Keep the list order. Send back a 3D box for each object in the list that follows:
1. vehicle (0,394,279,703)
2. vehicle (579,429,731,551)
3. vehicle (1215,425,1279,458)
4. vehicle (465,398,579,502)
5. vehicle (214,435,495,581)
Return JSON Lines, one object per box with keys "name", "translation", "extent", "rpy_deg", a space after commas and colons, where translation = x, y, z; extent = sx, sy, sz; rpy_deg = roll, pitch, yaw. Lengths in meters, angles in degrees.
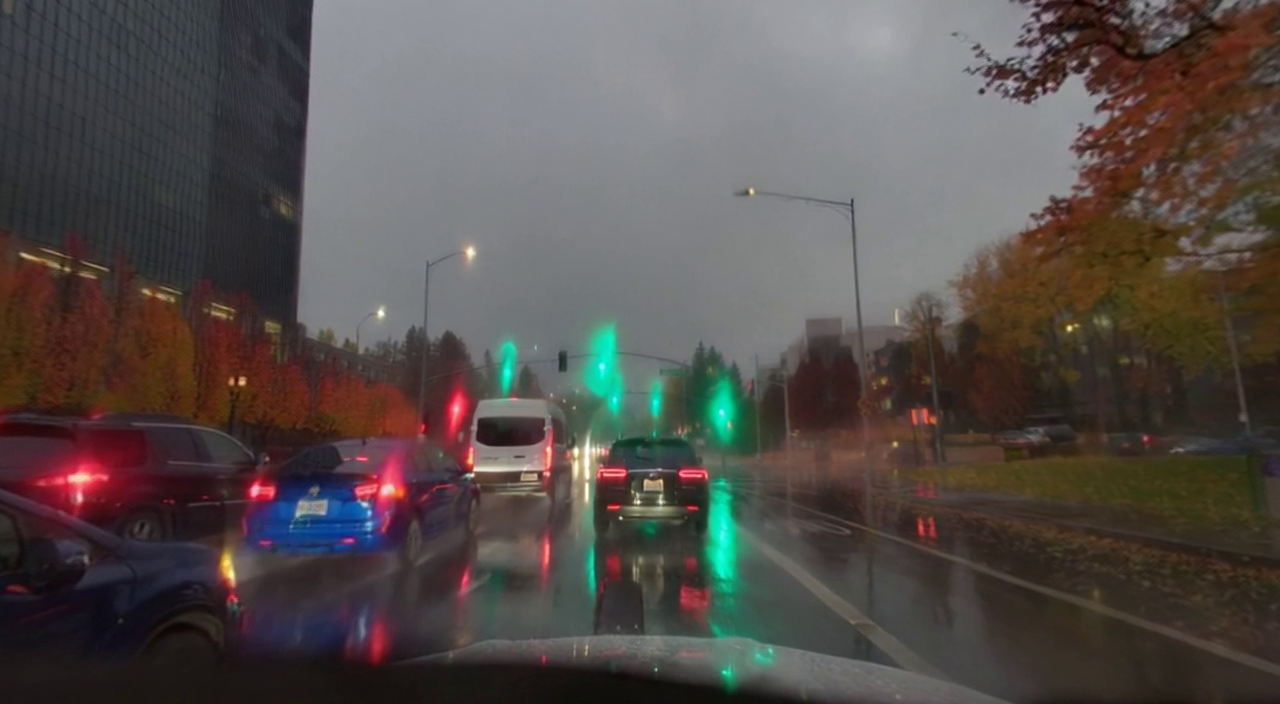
{"name": "vehicle", "translation": [-2.905, 0.815, 1.425], "extent": [1.893, 1.491, 3.798], "rpy_deg": [0, -9, 0]}
{"name": "vehicle", "translation": [0.169, 2.092, 10.097], "extent": [1.979, 1.562, 3.630], "rpy_deg": [0, -9, -1]}
{"name": "vehicle", "translation": [28.545, 4.035, 28.179], "extent": [1.631, 1.416, 3.914], "rpy_deg": [0, -9, 0]}
{"name": "vehicle", "translation": [-3.297, 2.937, 18.957], "extent": [2.343, 2.635, 5.684], "rpy_deg": [0, -9, 0]}
{"name": "vehicle", "translation": [-3.500, 1.968, 8.766], "extent": [1.955, 1.499, 4.223], "rpy_deg": [0, -9, 0]}
